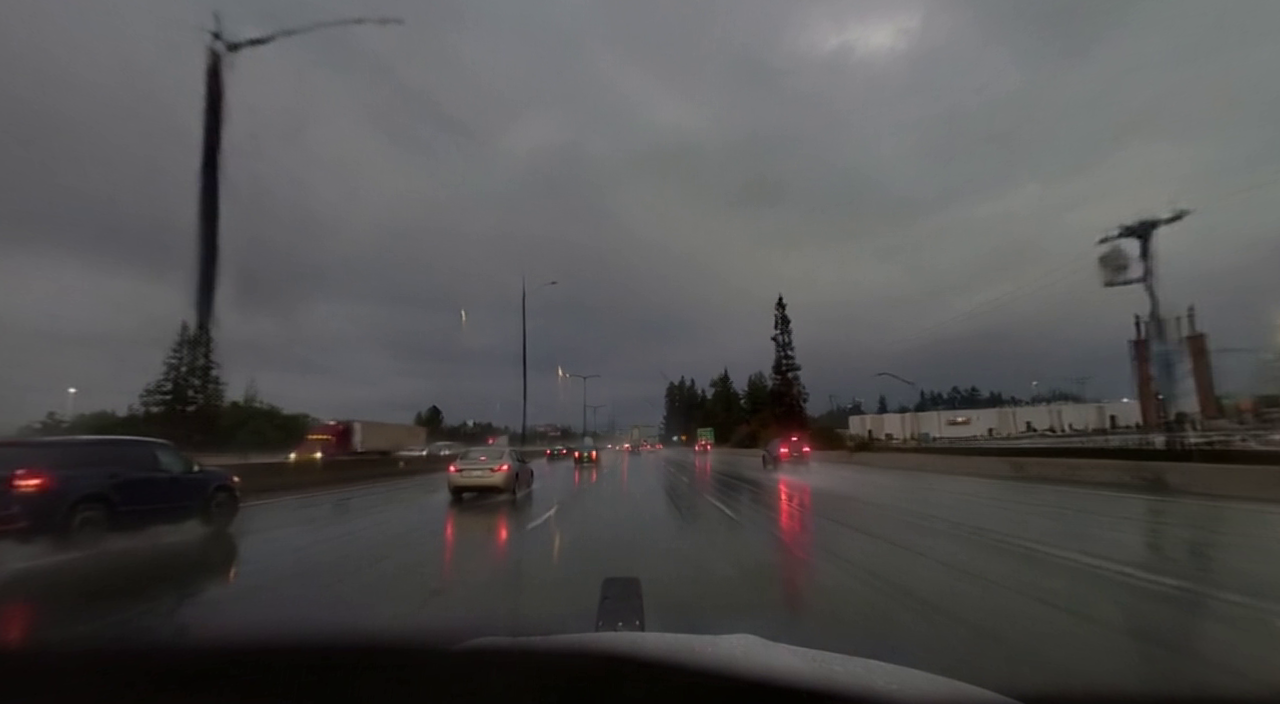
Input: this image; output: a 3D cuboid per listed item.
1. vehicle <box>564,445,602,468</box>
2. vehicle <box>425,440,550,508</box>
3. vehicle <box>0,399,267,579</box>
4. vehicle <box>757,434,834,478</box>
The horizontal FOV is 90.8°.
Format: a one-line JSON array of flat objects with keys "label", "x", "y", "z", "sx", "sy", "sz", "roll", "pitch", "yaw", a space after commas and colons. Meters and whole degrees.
[{"label": "vehicle", "x": -3.701, "y": 6.864, "z": 41.647, "sx": 2.078, "sy": 1.464, "sz": 4.093, "roll": 0, "pitch": -9, "yaw": 0}, {"label": "vehicle", "x": -3.691, "y": 3.052, "z": 16.283, "sx": 2.047, "sy": 1.469, "sz": 4.614, "roll": 0, "pitch": -9, "yaw": 0}, {"label": "vehicle", "x": -7.584, "y": 1.677, "z": 8.281, "sx": 2.310, "sy": 1.787, "sz": 4.955, "roll": 0, "pitch": -9, "yaw": 0}, {"label": "vehicle", "x": 6.839, "y": 4.638, "z": 28.330, "sx": 2.147, "sy": 1.769, "sz": 4.666, "roll": 0, "pitch": -9, "yaw": -2}]
